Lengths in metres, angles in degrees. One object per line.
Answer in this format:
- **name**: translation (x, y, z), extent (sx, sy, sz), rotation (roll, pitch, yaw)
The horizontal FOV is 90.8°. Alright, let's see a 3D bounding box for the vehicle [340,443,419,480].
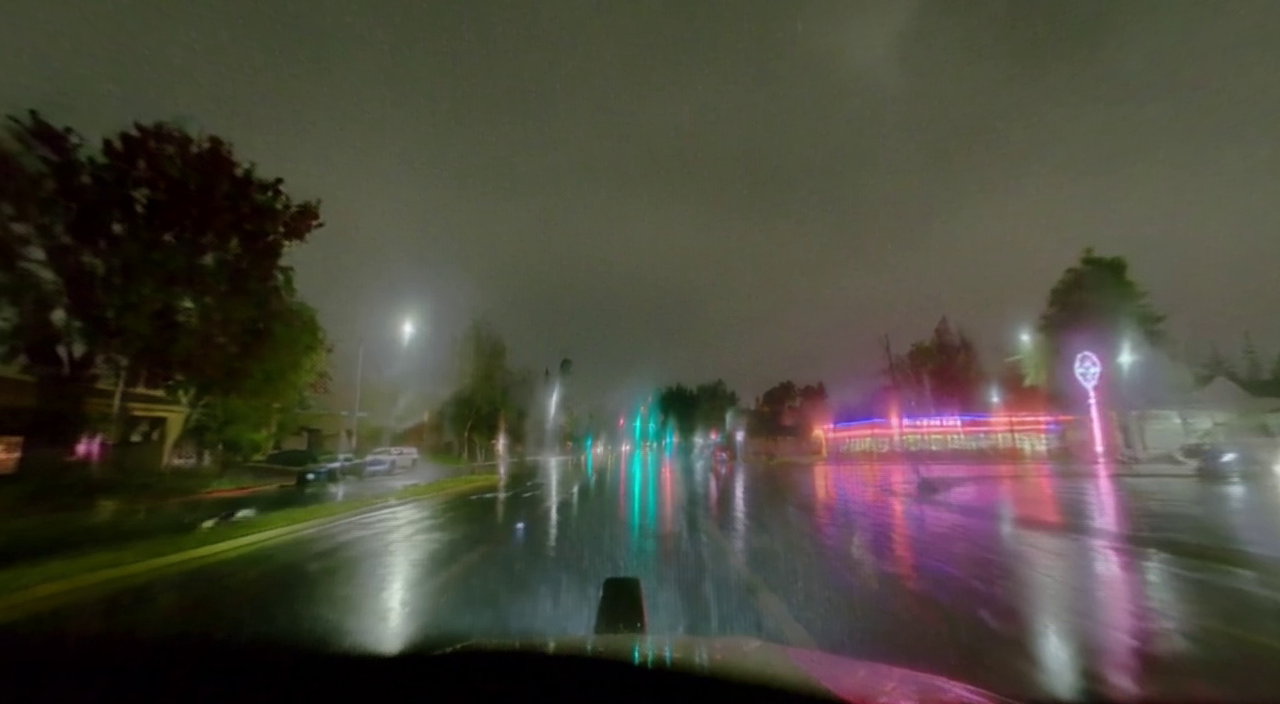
- **vehicle**: translation (-14.882, 6.289, 36.542), extent (2.164, 1.933, 5.804), rotation (0, -9, -1)

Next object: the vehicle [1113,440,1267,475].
- **vehicle**: translation (24.364, 4.696, 28.234), extent (4.622, 1.466, 2.066), rotation (-3, -9, 16)

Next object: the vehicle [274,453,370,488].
- **vehicle**: translation (-15.029, 5.617, 30.194), extent (2.106, 1.479, 4.541), rotation (0, -9, 1)
